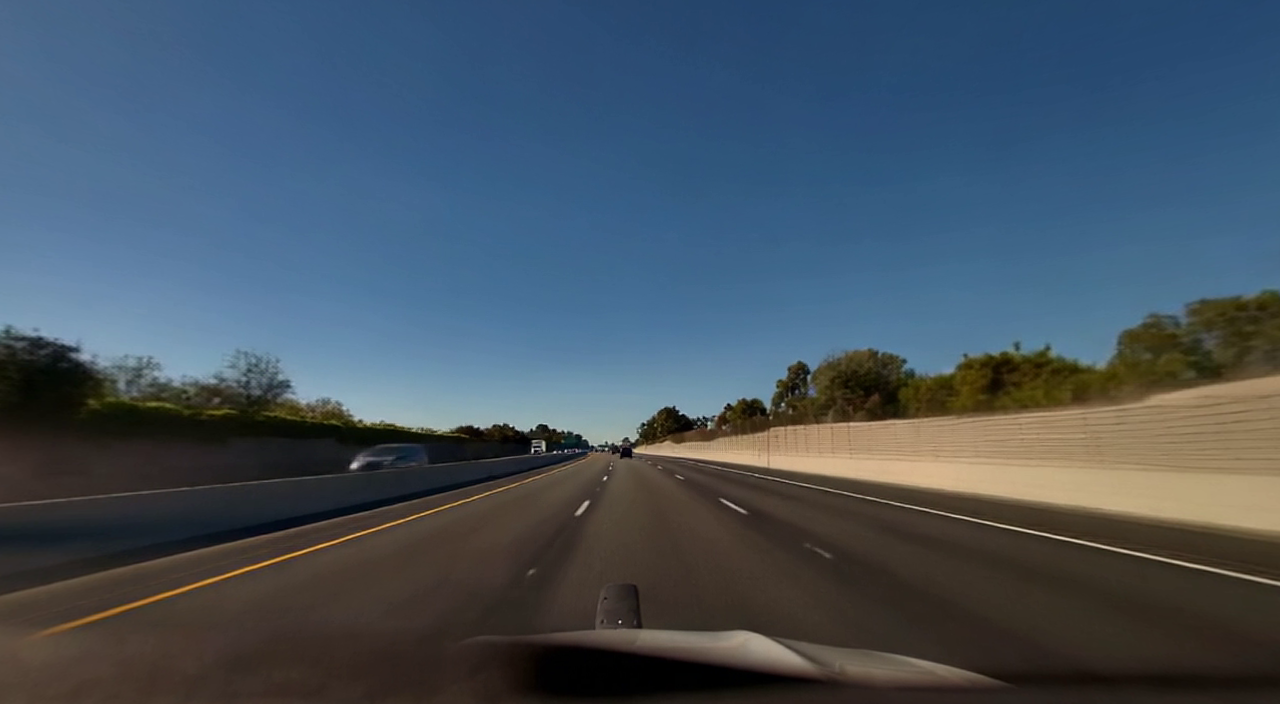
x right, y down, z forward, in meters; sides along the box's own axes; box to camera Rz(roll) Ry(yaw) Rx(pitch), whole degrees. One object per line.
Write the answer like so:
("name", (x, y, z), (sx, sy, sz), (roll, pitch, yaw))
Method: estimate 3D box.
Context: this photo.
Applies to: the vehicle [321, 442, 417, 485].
("vehicle", (-11.777, 4.870, 27.710), (2.305, 1.725, 4.456), (0, -9, -1))
